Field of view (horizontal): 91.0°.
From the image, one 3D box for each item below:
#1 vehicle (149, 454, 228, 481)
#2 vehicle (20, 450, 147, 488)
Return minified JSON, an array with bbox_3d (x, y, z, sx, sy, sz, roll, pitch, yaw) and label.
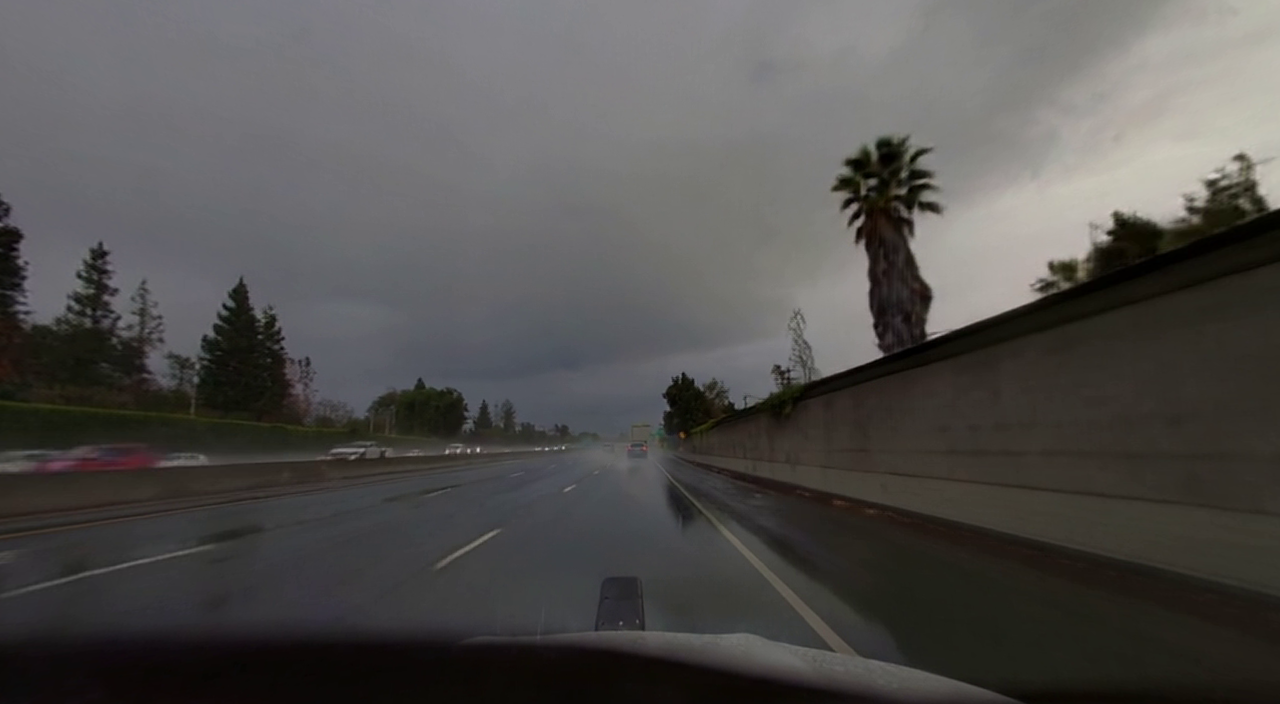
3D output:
[{"bbox_3d":[-29.719,7.601,41.643,1.880,1.586,4.471,0,-9,0],"label":"vehicle"},{"bbox_3d":[-26.195,5.485,29.907,1.899,1.662,4.476,0,-9,0],"label":"vehicle"}]
